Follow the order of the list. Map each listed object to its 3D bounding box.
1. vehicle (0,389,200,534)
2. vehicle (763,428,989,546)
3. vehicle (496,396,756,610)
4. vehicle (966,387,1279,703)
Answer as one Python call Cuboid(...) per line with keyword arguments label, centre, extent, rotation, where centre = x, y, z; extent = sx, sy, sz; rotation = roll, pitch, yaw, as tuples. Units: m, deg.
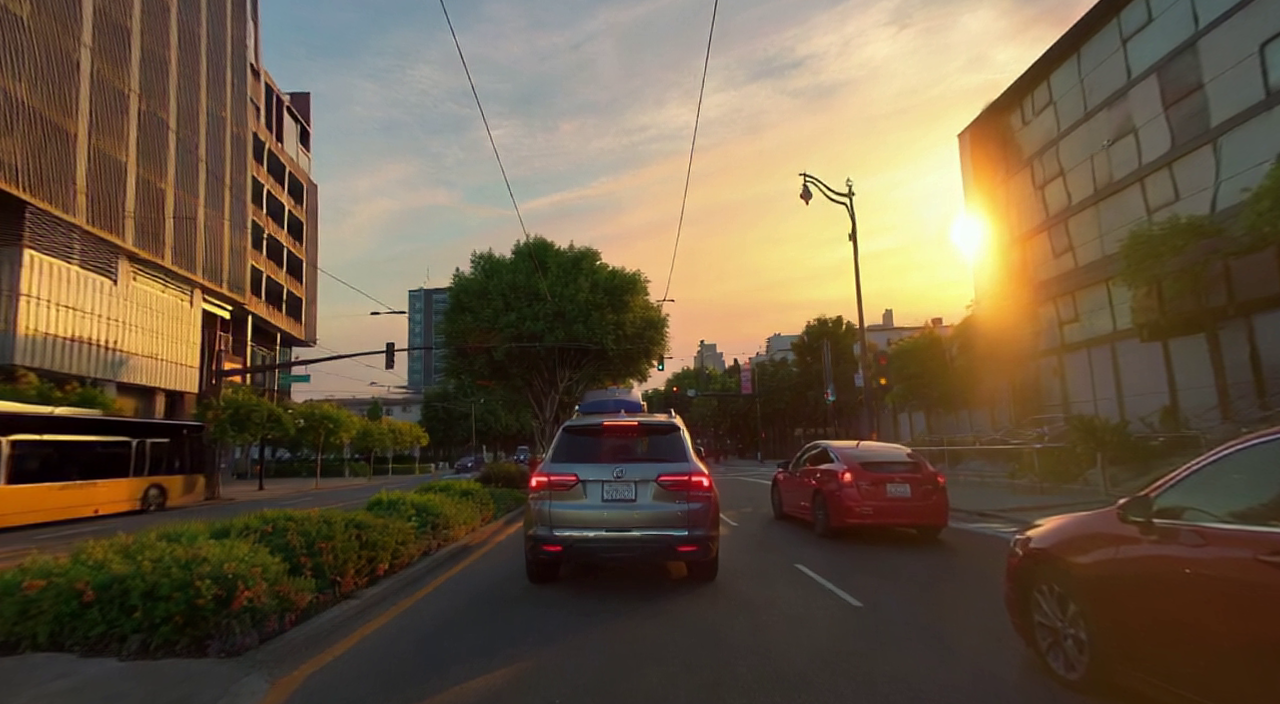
Cuboid(label="vehicle", centre=(-19.759, 3.630, 20.247), extent=(3.393, 4.045, 11.306), rotation=(-5, -10, -1))
Cuboid(label="vehicle", centre=(3.633, 2.156, 10.766), extent=(2.128, 1.582, 4.188), rotation=(0, -8, -2))
Cuboid(label="vehicle", centre=(-0.190, 1.579, 7.518), extent=(2.178, 1.779, 4.255), rotation=(0, -8, -2))
Cuboid(label="vehicle", centre=(3.136, 0.824, 1.847), extent=(1.993, 1.480, 4.324), rotation=(0, -8, -1))
